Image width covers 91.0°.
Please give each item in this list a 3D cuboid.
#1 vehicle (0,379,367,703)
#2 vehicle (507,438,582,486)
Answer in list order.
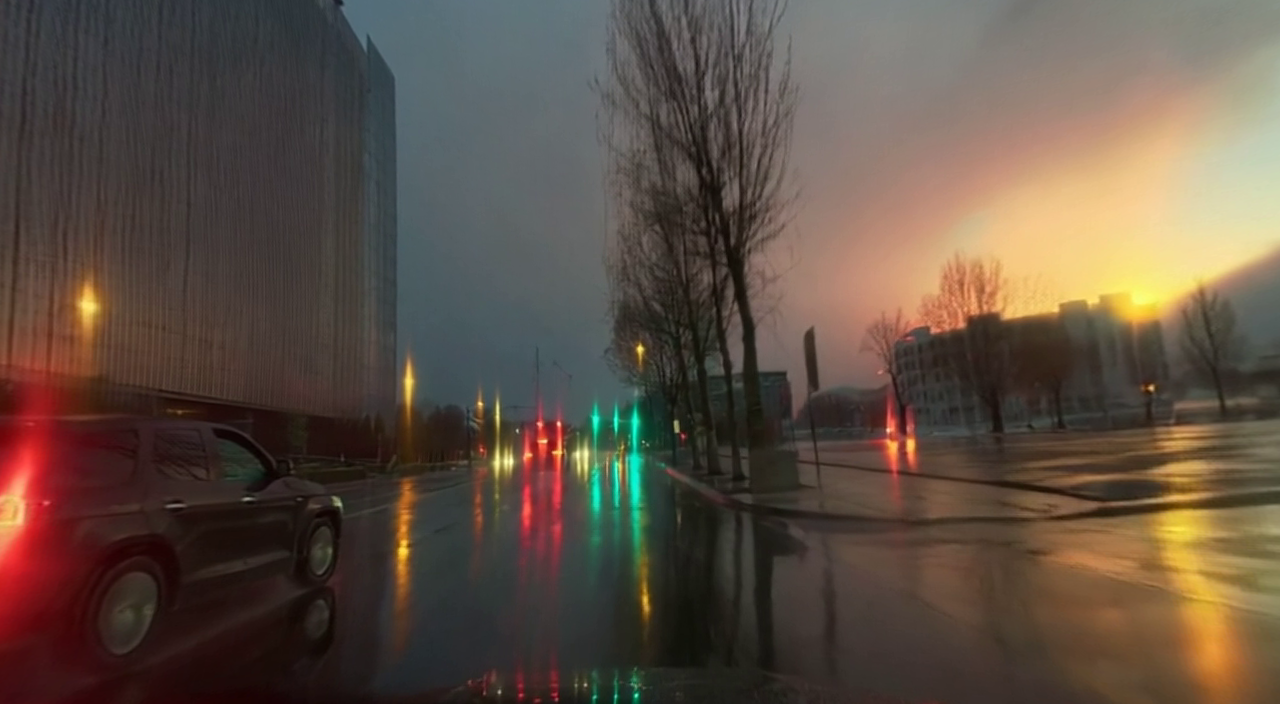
[{"bbox_3d":[-4.407,1.313,5.210,2.169,1.741,4.588,0,-9,0],"label":"vehicle"},{"bbox_3d":[-3.980,4.681,27.157,2.384,1.849,5.009,0,-9,1],"label":"vehicle"}]
